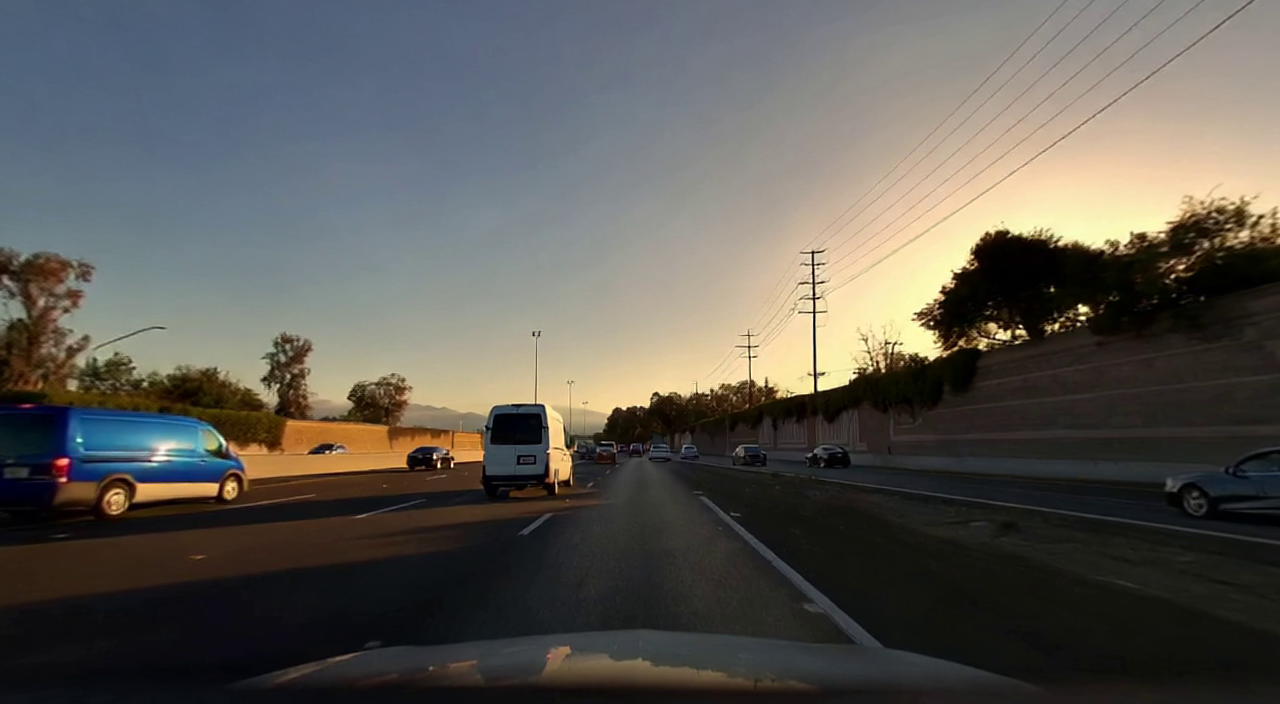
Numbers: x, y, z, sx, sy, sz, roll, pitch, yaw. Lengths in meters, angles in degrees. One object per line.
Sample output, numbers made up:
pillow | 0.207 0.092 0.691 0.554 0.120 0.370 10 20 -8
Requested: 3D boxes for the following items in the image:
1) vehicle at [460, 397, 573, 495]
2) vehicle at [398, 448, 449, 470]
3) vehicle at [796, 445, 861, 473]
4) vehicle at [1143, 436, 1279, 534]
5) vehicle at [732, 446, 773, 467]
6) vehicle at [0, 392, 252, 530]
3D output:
vehicle | -3.684 3.009 20.149 2.395 2.660 5.827 0 -9 0
vehicle | -15.158 7.489 44.370 1.948 1.479 4.754 0 -9 0
vehicle | 10.378 5.904 34.979 2.052 1.470 4.364 0 -9 -3
vehicle | 11.100 2.084 9.909 2.115 1.525 4.882 0 -9 -4
vehicle | 8.839 8.253 49.936 2.095 1.504 4.536 0 -9 -5
vehicle | -11.380 2.193 13.135 2.596 2.162 6.328 0 -9 -1
